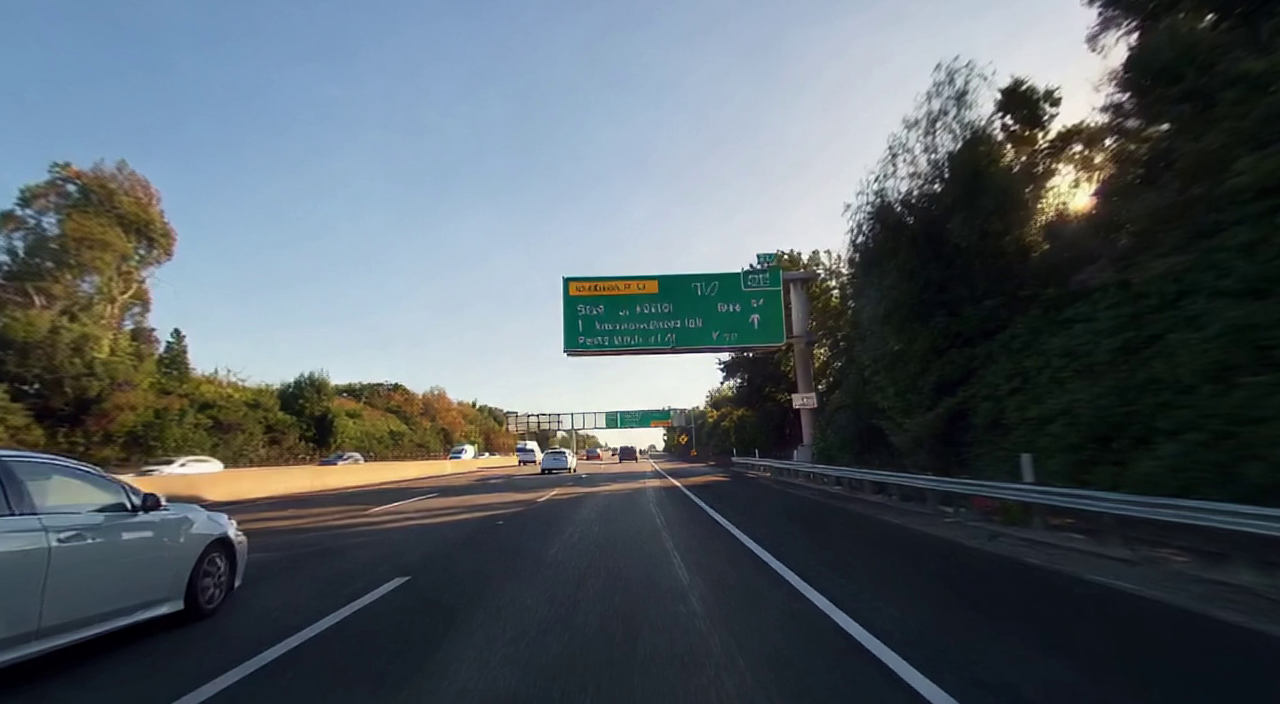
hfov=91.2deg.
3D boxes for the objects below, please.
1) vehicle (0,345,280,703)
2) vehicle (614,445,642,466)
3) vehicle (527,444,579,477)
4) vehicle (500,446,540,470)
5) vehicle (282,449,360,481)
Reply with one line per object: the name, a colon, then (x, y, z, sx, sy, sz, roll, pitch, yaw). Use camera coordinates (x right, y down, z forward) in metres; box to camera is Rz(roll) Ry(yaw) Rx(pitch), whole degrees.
vehicle: (-3.948, 0.852, 2.711, 2.074, 1.779, 4.588, 0, -9, -1)
vehicle: (-0.922, 7.812, 47.337, 2.023, 1.479, 3.718, 0, -9, -1)
vehicle: (-4.183, 5.281, 30.611, 1.988, 1.477, 4.118, 0, -9, -1)
vehicle: (-8.042, 7.094, 42.227, 1.936, 1.516, 3.904, 0, -9, -1)
vehicle: (-16.371, 5.788, 32.374, 1.846, 1.519, 4.114, 0, -9, 0)
